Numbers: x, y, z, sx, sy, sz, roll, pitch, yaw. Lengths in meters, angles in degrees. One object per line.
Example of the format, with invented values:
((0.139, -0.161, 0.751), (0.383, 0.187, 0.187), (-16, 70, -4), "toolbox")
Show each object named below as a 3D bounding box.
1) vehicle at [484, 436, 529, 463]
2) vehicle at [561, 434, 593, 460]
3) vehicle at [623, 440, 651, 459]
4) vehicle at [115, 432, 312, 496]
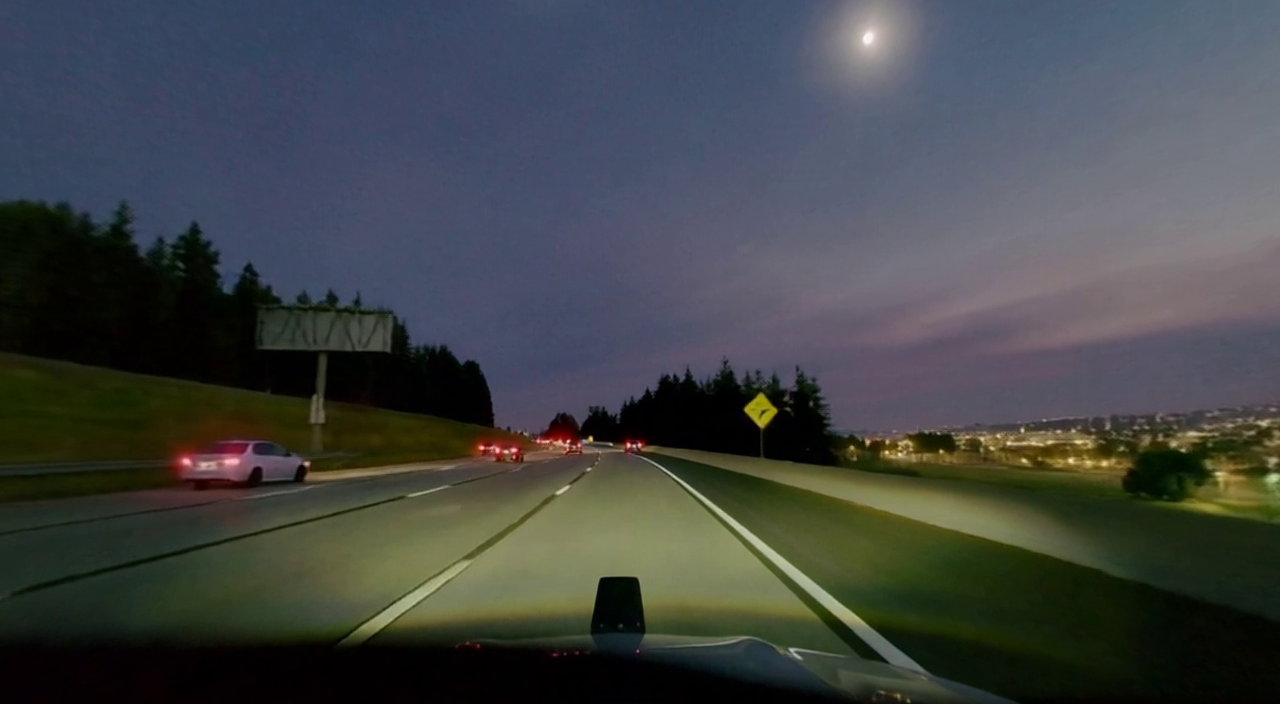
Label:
((-8.477, 6.245, 40.293), (2.015, 1.651, 4.432), (0, -8, -2), "vehicle")
((-4.753, 7.223, 47.899), (2.138, 1.833, 4.622), (0, -8, -2), "vehicle")
((-0.281, 7.712, 49.855), (2.060, 1.465, 3.974), (0, -8, -3), "vehicle")
((-11.455, 3.028, 17.431), (2.056, 1.489, 4.852), (0, -8, 0), "vehicle")
